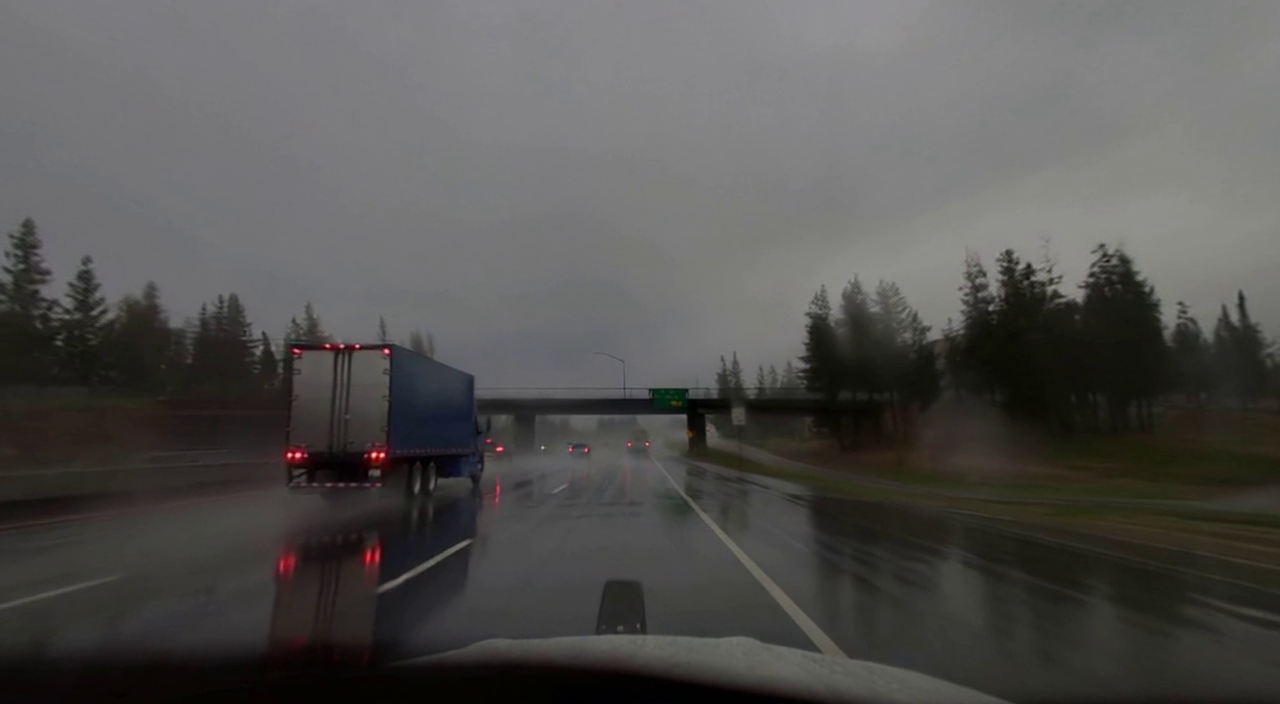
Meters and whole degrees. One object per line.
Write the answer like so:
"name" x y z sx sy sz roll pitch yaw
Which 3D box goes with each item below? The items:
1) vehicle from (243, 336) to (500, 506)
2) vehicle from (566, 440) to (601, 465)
"vehicle" -7.189 2.299 19.452 3.303 3.868 10.298 0 -9 0
"vehicle" -4.087 7.341 46.076 2.094 1.695 4.260 0 -9 1
